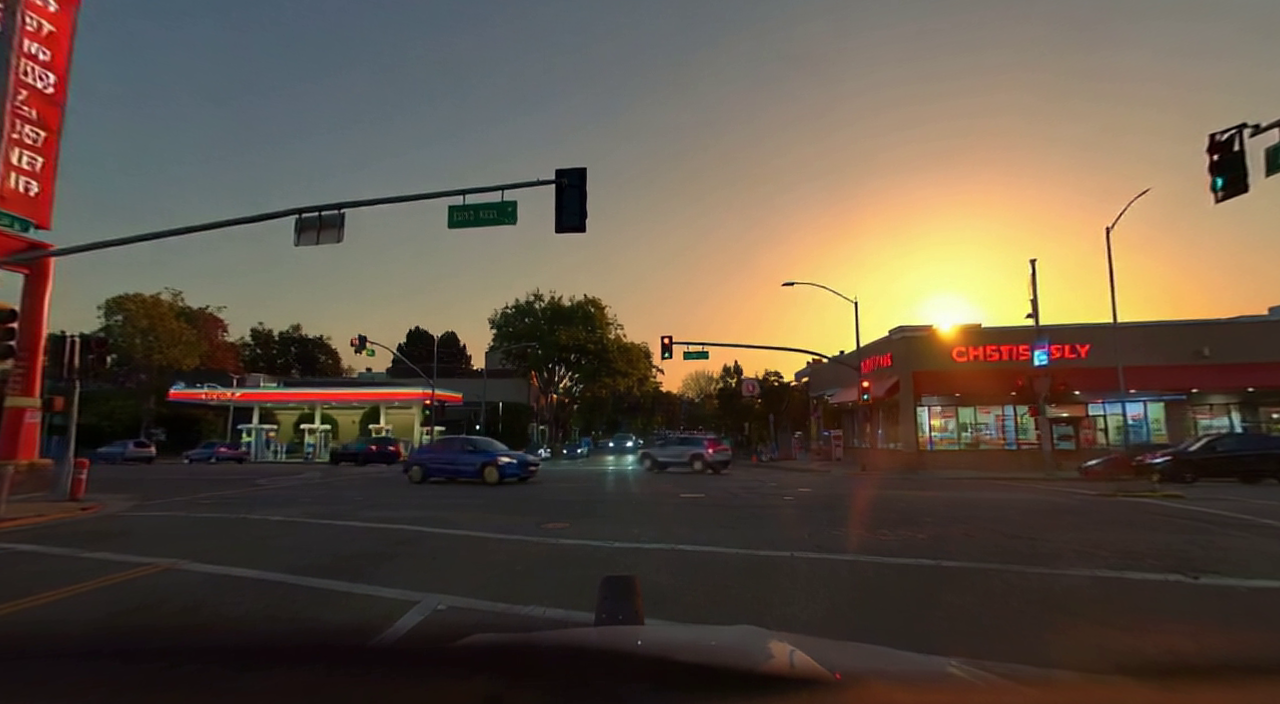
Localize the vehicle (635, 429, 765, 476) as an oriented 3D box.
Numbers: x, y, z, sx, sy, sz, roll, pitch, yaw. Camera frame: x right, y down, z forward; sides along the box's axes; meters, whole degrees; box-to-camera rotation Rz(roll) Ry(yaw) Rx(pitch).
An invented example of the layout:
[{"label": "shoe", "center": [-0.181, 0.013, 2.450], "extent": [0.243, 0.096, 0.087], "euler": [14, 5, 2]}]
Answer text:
[{"label": "vehicle", "center": [2.282, 3.854, 24.380], "extent": [4.568, 1.643, 1.911], "euler": [-4, -9, 26]}]

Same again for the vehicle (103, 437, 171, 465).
[{"label": "vehicle", "center": [-34.163, 6.715, 42.915], "extent": [4.311, 1.742, 1.864], "euler": [-5, -9, 27]}]

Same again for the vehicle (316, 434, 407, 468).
[{"label": "vehicle", "center": [-14.716, 5.226, 33.326], "extent": [4.562, 1.676, 1.819], "euler": [-5, -9, 27]}]

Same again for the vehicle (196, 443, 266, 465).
[{"label": "vehicle", "center": [-28.520, 7.086, 44.030], "extent": [4.801, 1.466, 1.830], "euler": [-5, -9, 27]}]

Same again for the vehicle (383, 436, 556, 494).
[{"label": "vehicle", "center": [-4.851, 3.138, 17.877], "extent": [4.670, 1.458, 1.959], "euler": [-5, -10, 30]}]

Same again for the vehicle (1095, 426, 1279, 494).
[{"label": "vehicle", "center": [14.211, 2.601, 15.365], "extent": [4.681, 1.495, 2.096], "euler": [-4, -9, 25]}]

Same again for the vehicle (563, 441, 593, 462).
[{"label": "vehicle", "center": [-4.604, 7.458, 47.572], "extent": [2.003, 1.481, 4.091], "euler": [0, -8, -2]}]

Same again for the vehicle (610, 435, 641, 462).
[{"label": "vehicle", "center": [-1.114, 6.927, 45.454], "extent": [2.083, 1.764, 5.011], "euler": [0, -8, -3]}]
